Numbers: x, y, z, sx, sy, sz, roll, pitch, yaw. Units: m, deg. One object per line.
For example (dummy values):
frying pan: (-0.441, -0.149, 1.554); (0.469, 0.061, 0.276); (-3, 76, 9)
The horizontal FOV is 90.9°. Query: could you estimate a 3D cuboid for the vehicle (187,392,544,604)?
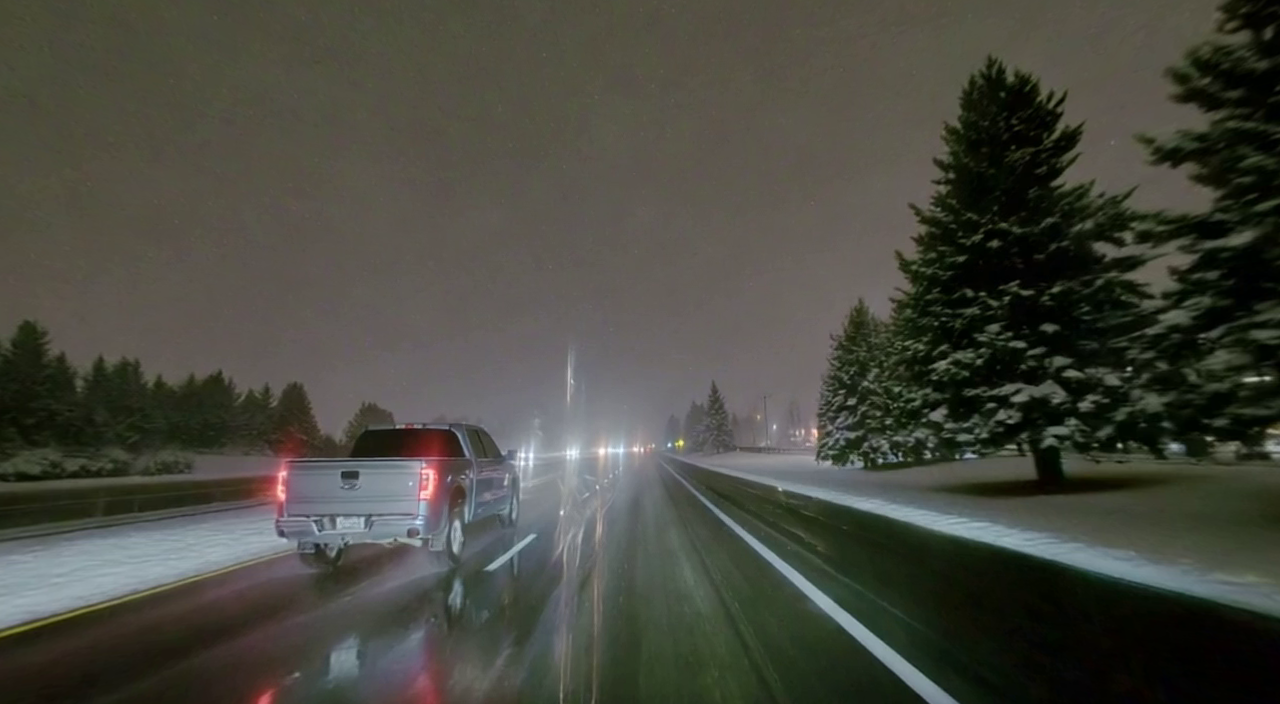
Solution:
vehicle: (-2.949, 1.756, 8.650); (2.350, 1.932, 5.562); (0, -8, 0)
